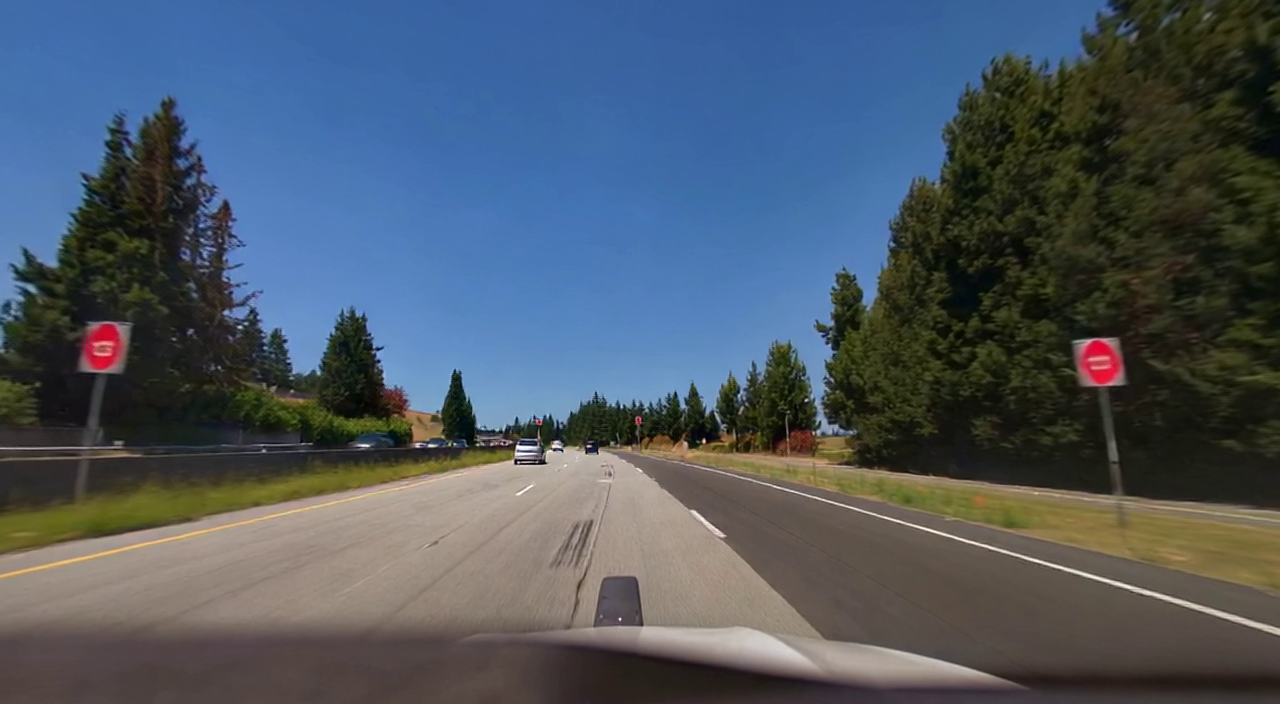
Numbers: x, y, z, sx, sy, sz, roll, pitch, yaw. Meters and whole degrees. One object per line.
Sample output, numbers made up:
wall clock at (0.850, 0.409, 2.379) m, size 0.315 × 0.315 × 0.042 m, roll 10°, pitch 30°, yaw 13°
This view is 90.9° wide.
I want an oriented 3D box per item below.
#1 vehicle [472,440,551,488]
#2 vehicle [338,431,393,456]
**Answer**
vehicle at (-4.024, 3.557, 20.404) m, size 1.874 × 1.369 × 3.875 m, roll 0°, pitch -8°, yaw -2°
vehicle at (-18.486, 6.182, 42.649) m, size 2.029 × 1.579 × 4.139 m, roll 0°, pitch -8°, yaw -3°
